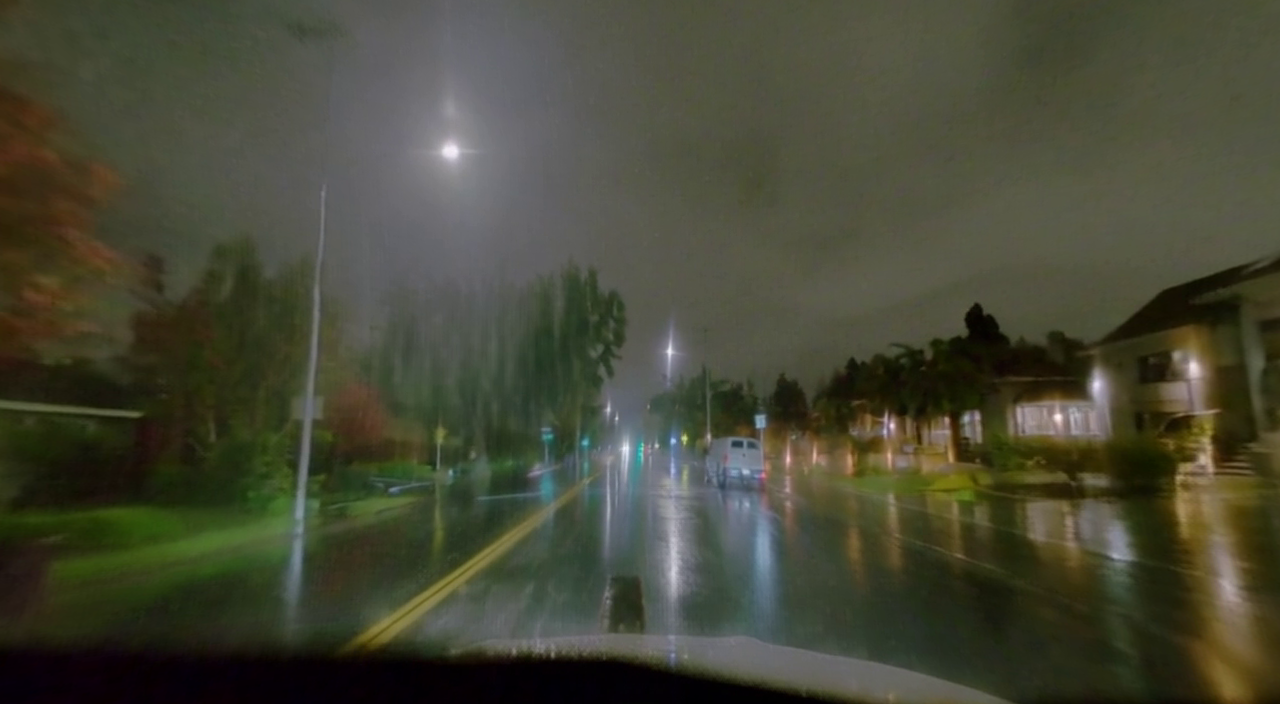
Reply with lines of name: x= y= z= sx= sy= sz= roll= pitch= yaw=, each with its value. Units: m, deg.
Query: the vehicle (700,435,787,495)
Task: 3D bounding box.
vehicle: x=3.196 y=3.594 z=20.477 sx=2.086 sy=1.726 sz=4.384 roll=0 pitch=-9 yaw=0
